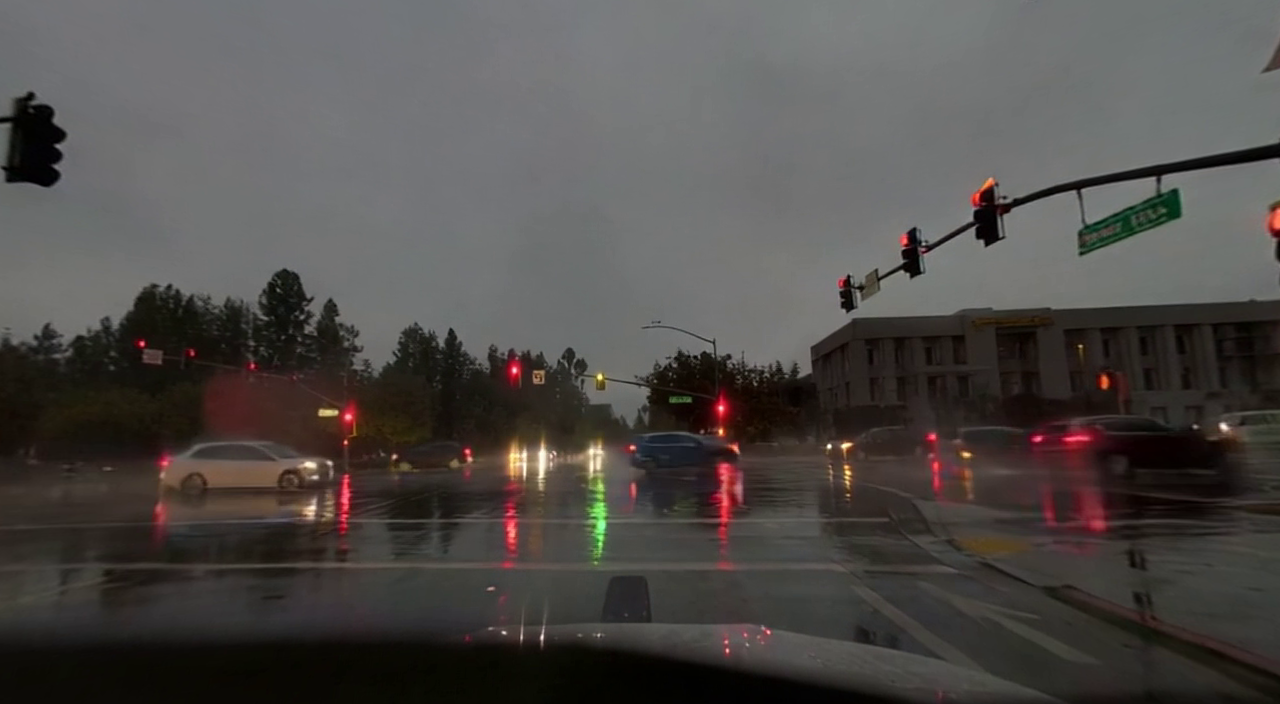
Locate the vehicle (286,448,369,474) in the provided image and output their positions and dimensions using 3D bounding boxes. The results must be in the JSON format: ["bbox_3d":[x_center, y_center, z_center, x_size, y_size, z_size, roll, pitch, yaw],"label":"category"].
[{"bbox_3d":[-22.370,7.802,45.206,4.939,1.770,2.001,-1,-9,5],"label":"vehicle"}]

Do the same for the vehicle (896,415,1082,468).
[{"bbox_3d":[10.529,2.757,19.339,4.494,1.491,1.906,-1,-9,6],"label":"vehicle"}]

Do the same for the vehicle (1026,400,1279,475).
[{"bbox_3d":[12.529,2.098,15.335,4.865,1.663,1.962,-1,-9,6],"label":"vehicle"}]

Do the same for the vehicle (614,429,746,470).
[{"bbox_3d":[1.525,3.709,23.979,4.793,1.473,1.878,-1,-9,6],"label":"vehicle"}]

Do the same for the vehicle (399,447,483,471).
[{"bbox_3d":[-12.774,6.879,40.622,4.785,1.472,1.799,-1,-9,5],"label":"vehicle"}]

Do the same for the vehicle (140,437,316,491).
[{"bbox_3d":[-14.155,3.870,21.868,4.673,1.740,2.150,-1,-9,5],"label":"vehicle"}]
